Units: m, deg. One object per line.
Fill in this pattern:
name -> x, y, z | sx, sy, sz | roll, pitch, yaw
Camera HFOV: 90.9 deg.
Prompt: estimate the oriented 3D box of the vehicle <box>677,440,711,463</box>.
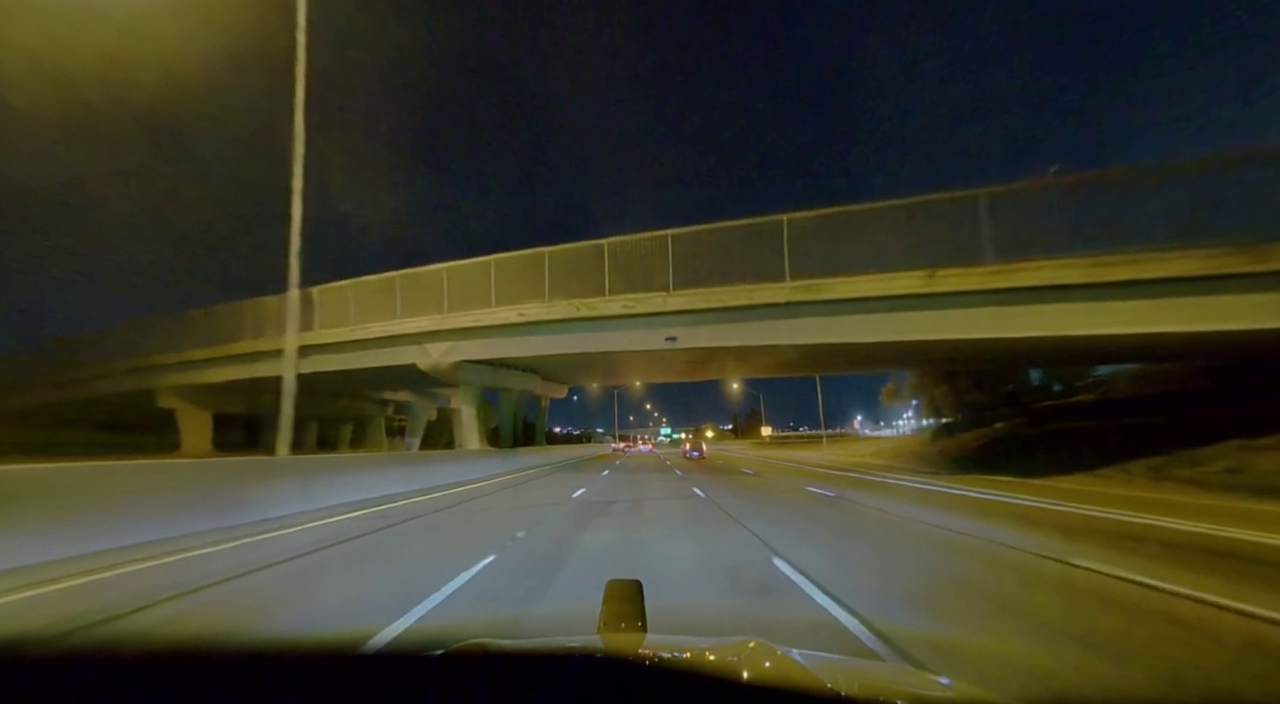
vehicle -> 3.764, 7.087, 44.920 | 1.949, 1.515, 4.374 | 0, -9, -1
